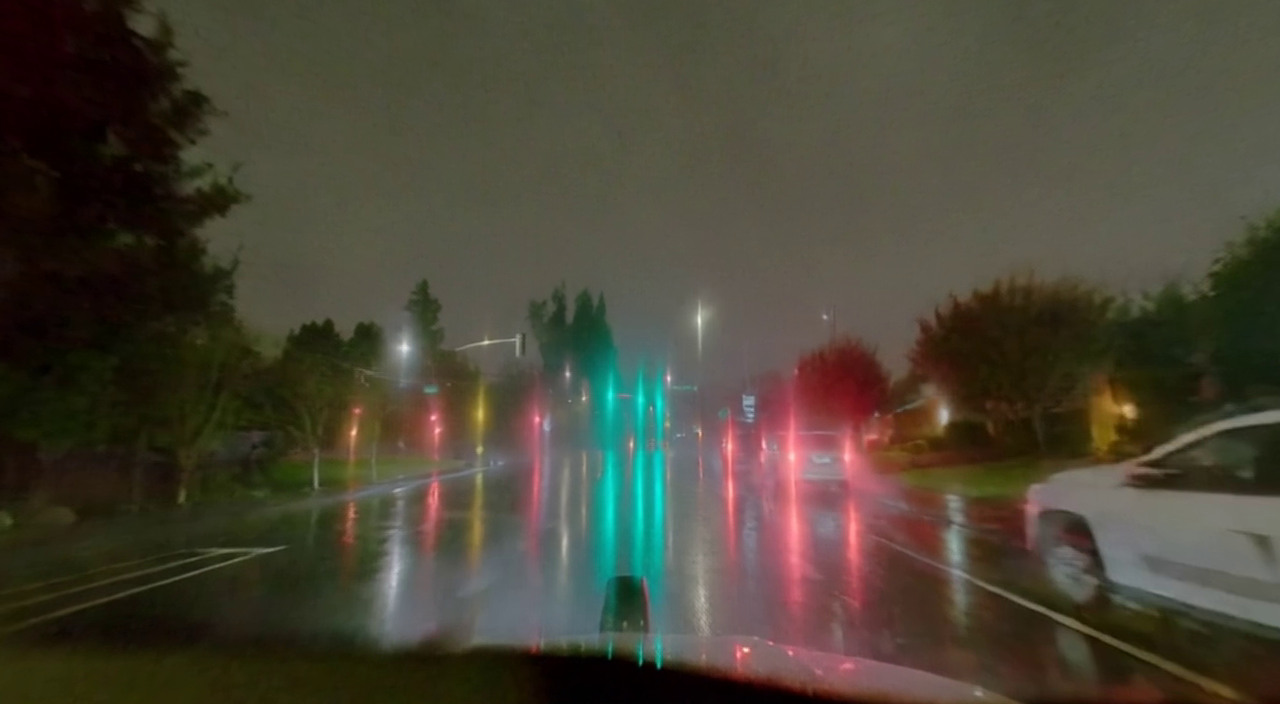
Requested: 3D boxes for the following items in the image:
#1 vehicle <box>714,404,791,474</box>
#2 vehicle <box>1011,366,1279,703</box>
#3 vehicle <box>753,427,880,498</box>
[{"bbox_3d":[4.893,3.917,28.324,2.398,2.806,4.857,0,-8,-1],"label":"vehicle"},{"bbox_3d":[4.559,0.983,3.278,2.279,1.829,4.859,0,-8,0],"label":"vehicle"},{"bbox_3d":[4.719,3.027,17.719,2.202,1.712,4.813,0,-8,1],"label":"vehicle"}]
